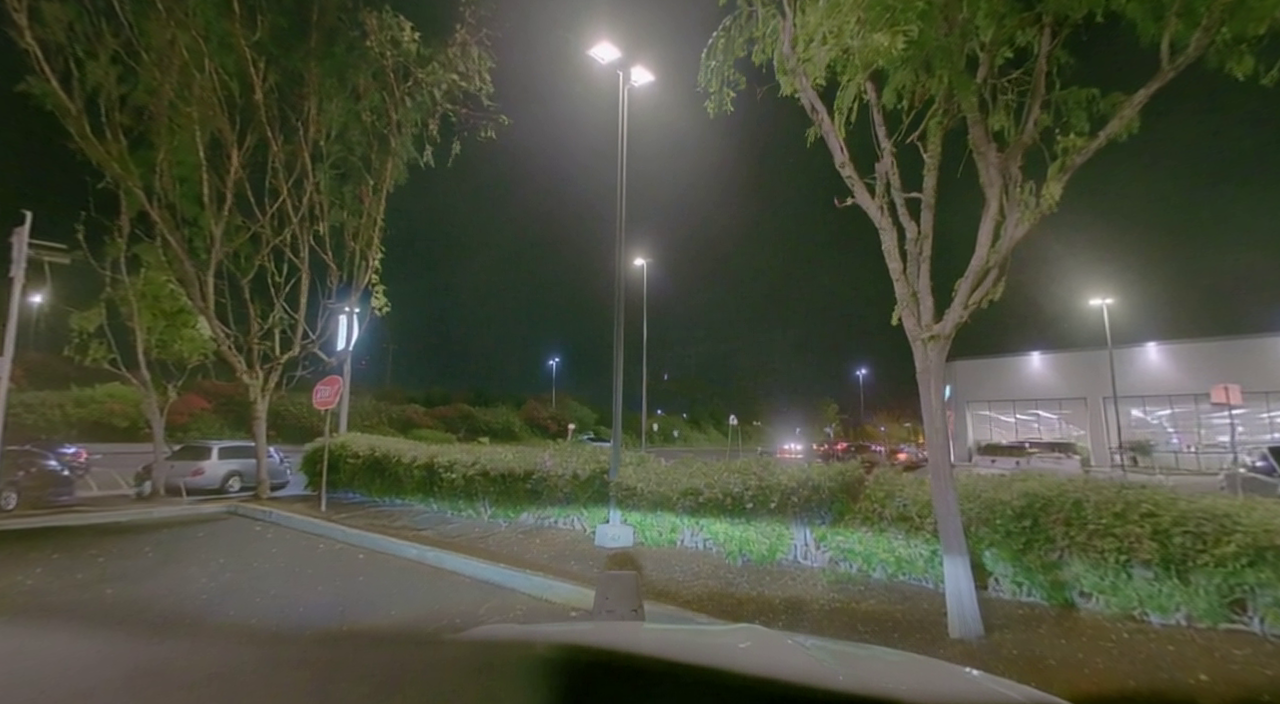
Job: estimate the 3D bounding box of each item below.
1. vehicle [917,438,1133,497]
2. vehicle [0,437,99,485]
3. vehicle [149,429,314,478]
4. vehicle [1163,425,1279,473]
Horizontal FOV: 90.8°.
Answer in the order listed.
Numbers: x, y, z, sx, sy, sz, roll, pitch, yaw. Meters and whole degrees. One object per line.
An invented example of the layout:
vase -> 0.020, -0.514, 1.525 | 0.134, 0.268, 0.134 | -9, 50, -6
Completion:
vehicle -> 10.671, 3.175, 17.792 | 4.772, 1.441, 1.976 | -8, -12, 43
vehicle -> -19.421, 3.329, 19.335 | 1.790, 1.396, 4.000 | -8, -11, 40
vehicle -> -15.210, 3.781, 23.749 | 1.921, 1.632, 4.752 | -8, -11, 42
vehicle -> 23.439, 3.706, 24.218 | 4.939, 1.664, 2.055 | -10, -10, 42
